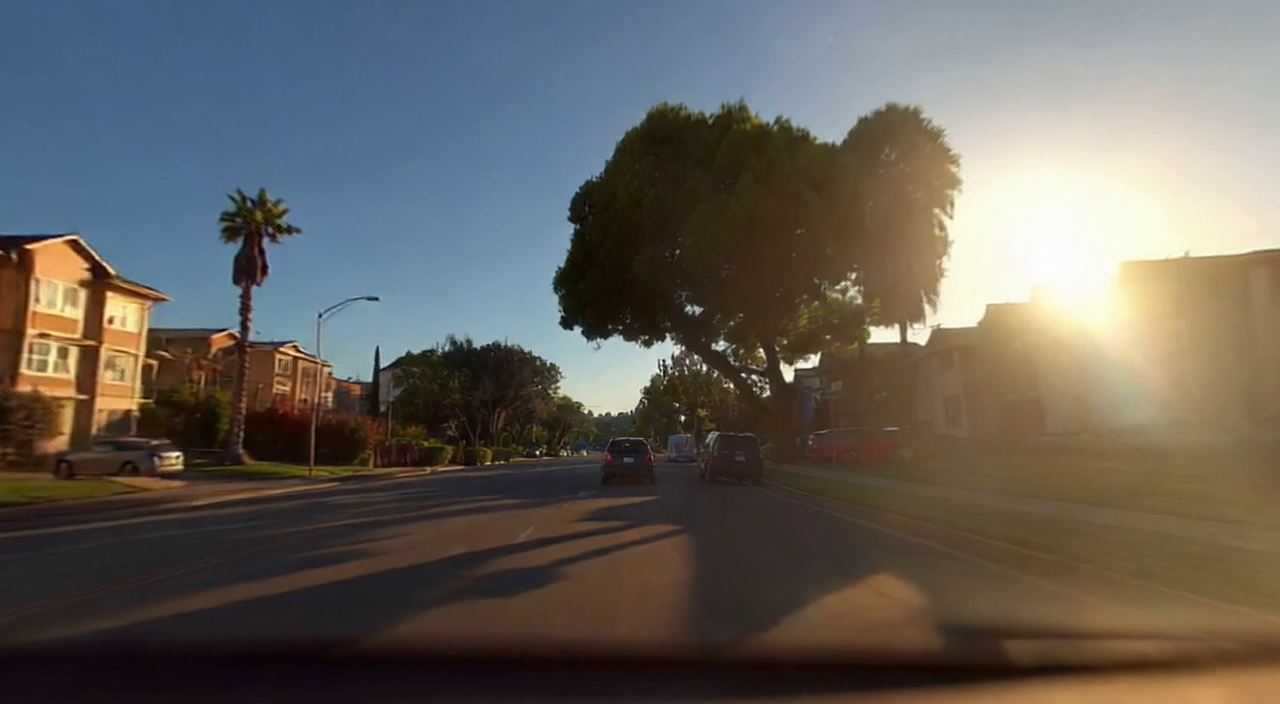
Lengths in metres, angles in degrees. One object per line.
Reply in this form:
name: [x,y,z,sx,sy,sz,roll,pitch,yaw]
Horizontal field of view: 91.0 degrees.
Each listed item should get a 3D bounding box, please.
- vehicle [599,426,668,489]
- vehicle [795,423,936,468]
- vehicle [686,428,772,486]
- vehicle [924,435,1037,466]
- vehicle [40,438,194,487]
vehicle: [-0.261,3.427,20.720,1.994,1.810,5.057,0,-9,-2]
vehicle: [10.549,4.433,29.875,5.709,2.017,2.435,0,-9,-2]
vehicle: [3.164,3.880,23.531,2.416,1.922,5.023,0,-9,-1]
vehicle: [16.176,4.717,30.062,4.317,1.420,1.828,0,-9,1]
vehicle: [-21.684,4.572,26.453,2.196,1.820,4.955,0,-9,0]
